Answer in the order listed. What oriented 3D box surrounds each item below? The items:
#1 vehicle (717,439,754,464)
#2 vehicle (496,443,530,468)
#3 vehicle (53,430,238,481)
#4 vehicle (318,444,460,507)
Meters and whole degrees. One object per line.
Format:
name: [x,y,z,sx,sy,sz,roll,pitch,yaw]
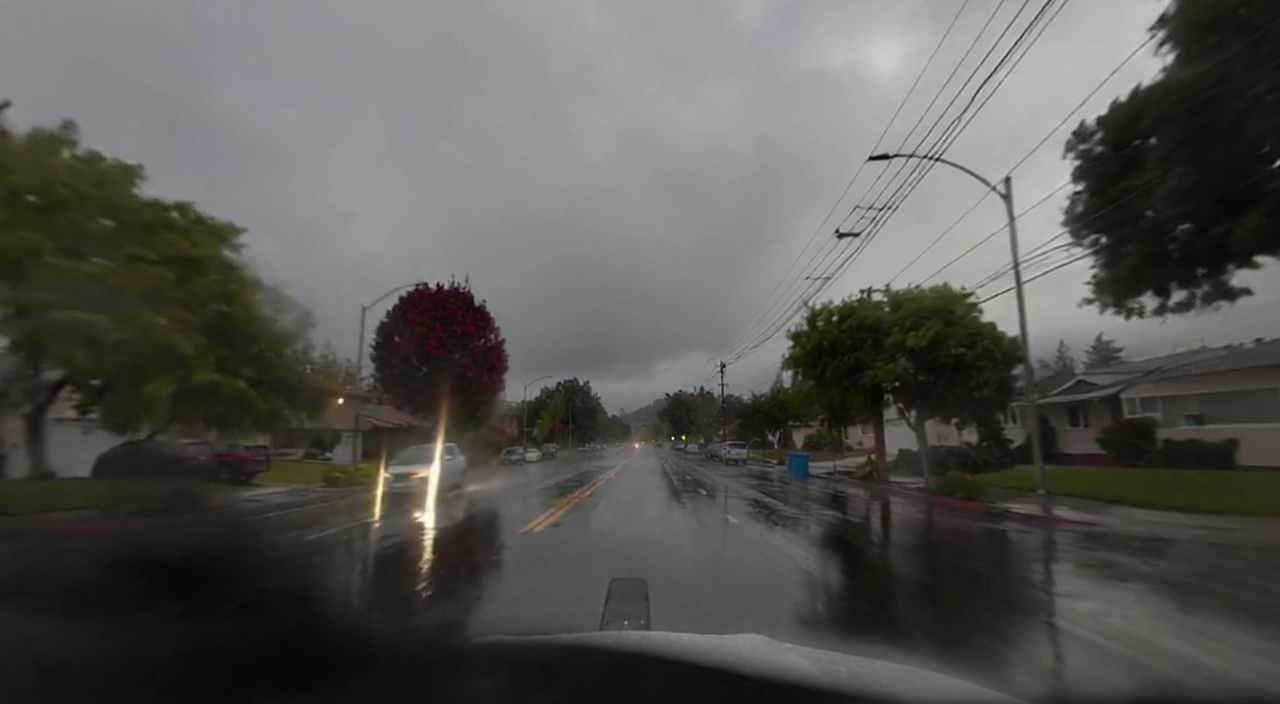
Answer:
vehicle: [7.335,7.668,48.957,2.128,1.823,4.834,0,-8,0]
vehicle: [-9.848,8.019,49.083,1.974,1.696,4.336,-2,-7,-3]
vehicle: [-17.984,3.782,23.112,5.004,1.755,2.038,0,-8,0]
vehicle: [-6.793,3.344,17.681,2.017,1.510,4.556,0,-8,1]
